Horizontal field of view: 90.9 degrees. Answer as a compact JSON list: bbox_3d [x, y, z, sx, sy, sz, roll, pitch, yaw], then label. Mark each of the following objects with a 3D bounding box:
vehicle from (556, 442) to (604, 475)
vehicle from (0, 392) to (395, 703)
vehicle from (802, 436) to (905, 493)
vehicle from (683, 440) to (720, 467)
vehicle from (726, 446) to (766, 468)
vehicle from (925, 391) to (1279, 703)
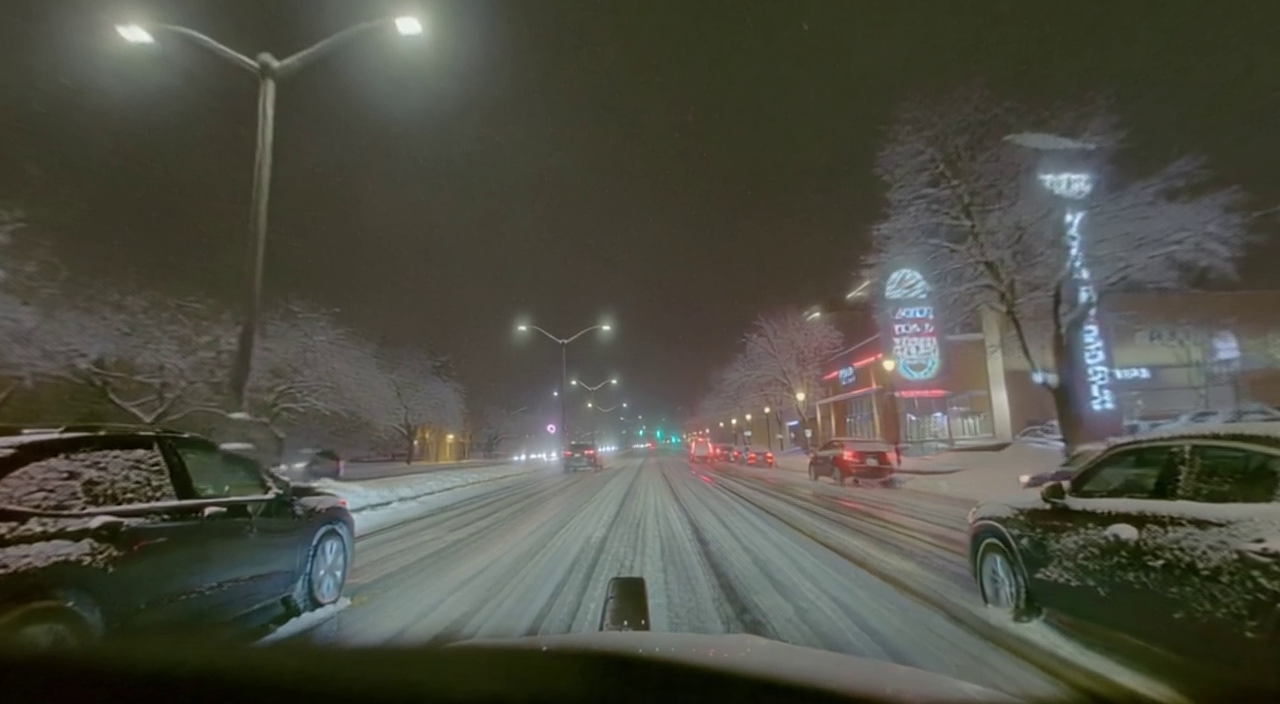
[{"bbox_3d":[-2.917,5.281,31.589,1.917,1.511,4.436,0,-8,1],"label":"vehicle"},{"bbox_3d":[-3.511,1.089,3.583,2.155,1.504,4.776,-1,-8,2],"label":"vehicle"},{"bbox_3d":[7.509,3.981,22.716,2.003,1.789,4.718,0,-8,0],"label":"vehicle"},{"bbox_3d":[4.166,6.906,43.116,2.007,1.683,4.171,0,-8,-1],"label":"vehicle"},{"bbox_3d":[7.630,7.579,45.777,1.976,1.469,4.576,0,-8,-2],"label":"vehicle"},{"bbox_3d":[3.342,0.975,2.842,1.981,1.499,4.536,0,-8,0],"label":"vehicle"}]
